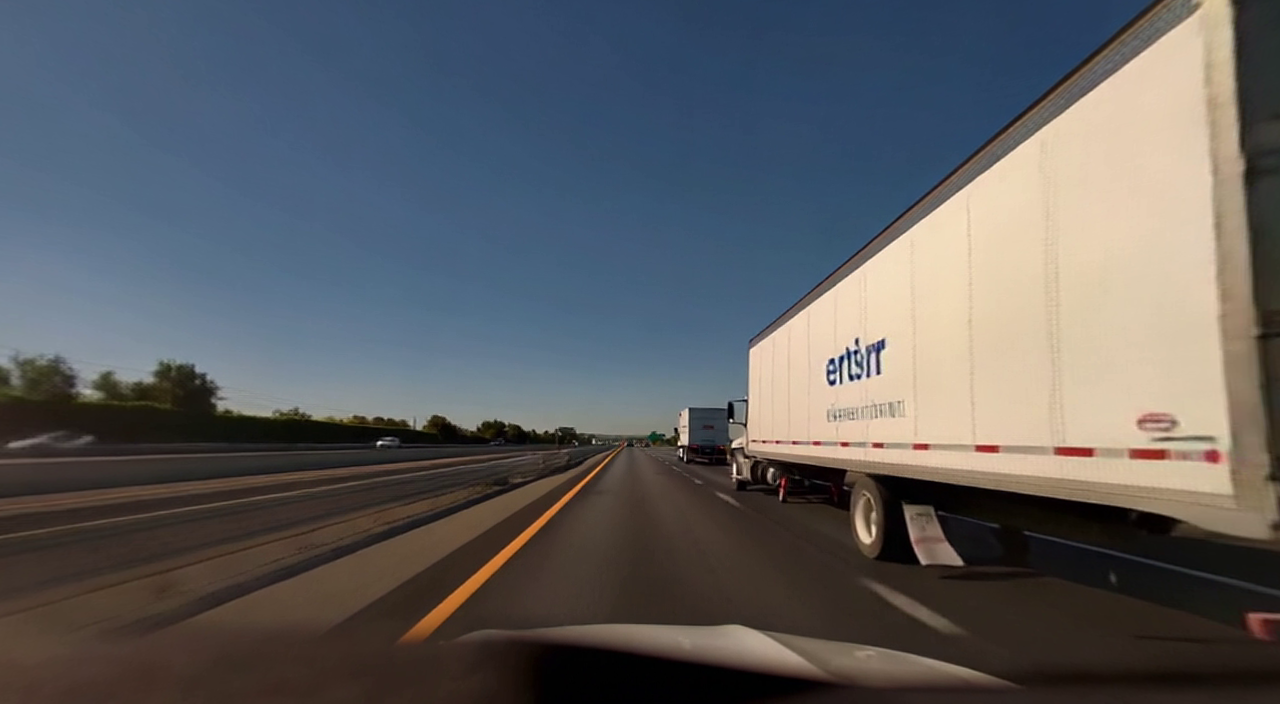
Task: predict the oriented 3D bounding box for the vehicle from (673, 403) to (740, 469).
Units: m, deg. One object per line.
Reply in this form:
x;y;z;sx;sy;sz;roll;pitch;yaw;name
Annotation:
3.431;4.608;34.445;2.702;3.193;7.196;-1;-8;-1;vehicle
